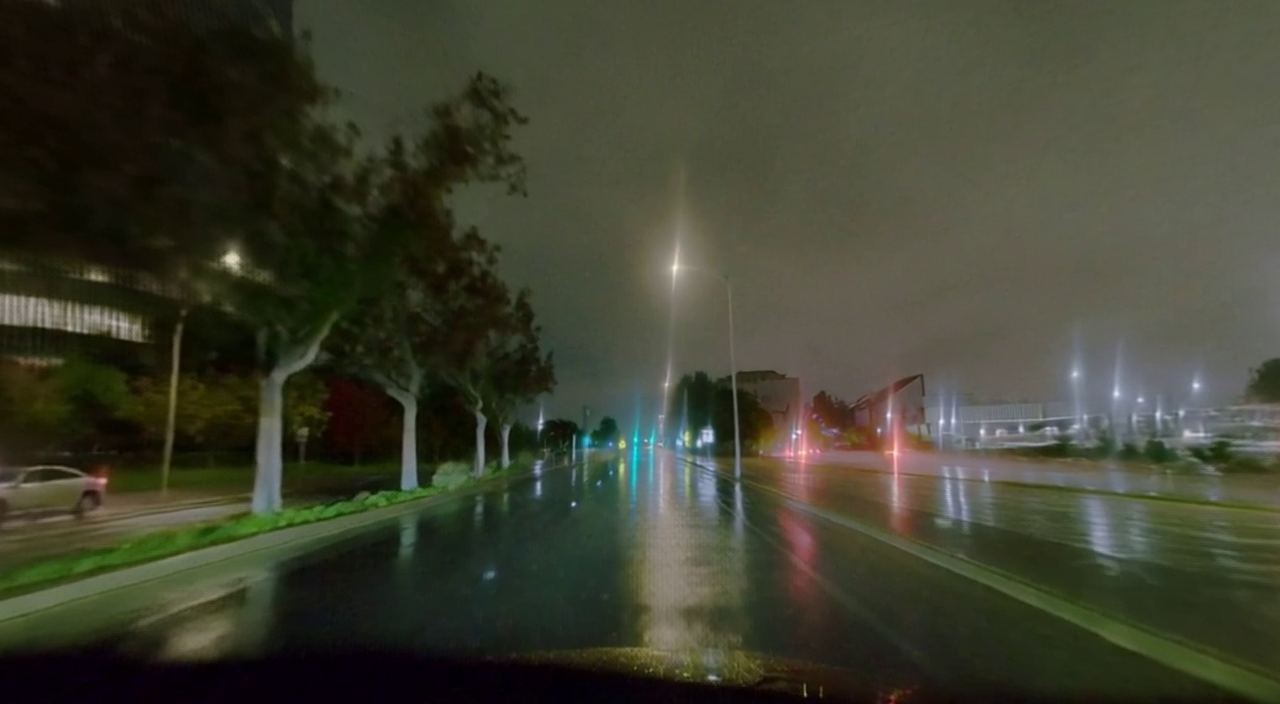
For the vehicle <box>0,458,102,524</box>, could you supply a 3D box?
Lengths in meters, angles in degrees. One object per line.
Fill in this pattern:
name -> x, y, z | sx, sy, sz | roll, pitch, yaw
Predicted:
vehicle -> -16.838, 3.647, 16.335 | 1.807, 1.570, 4.557 | -3, -9, -1
